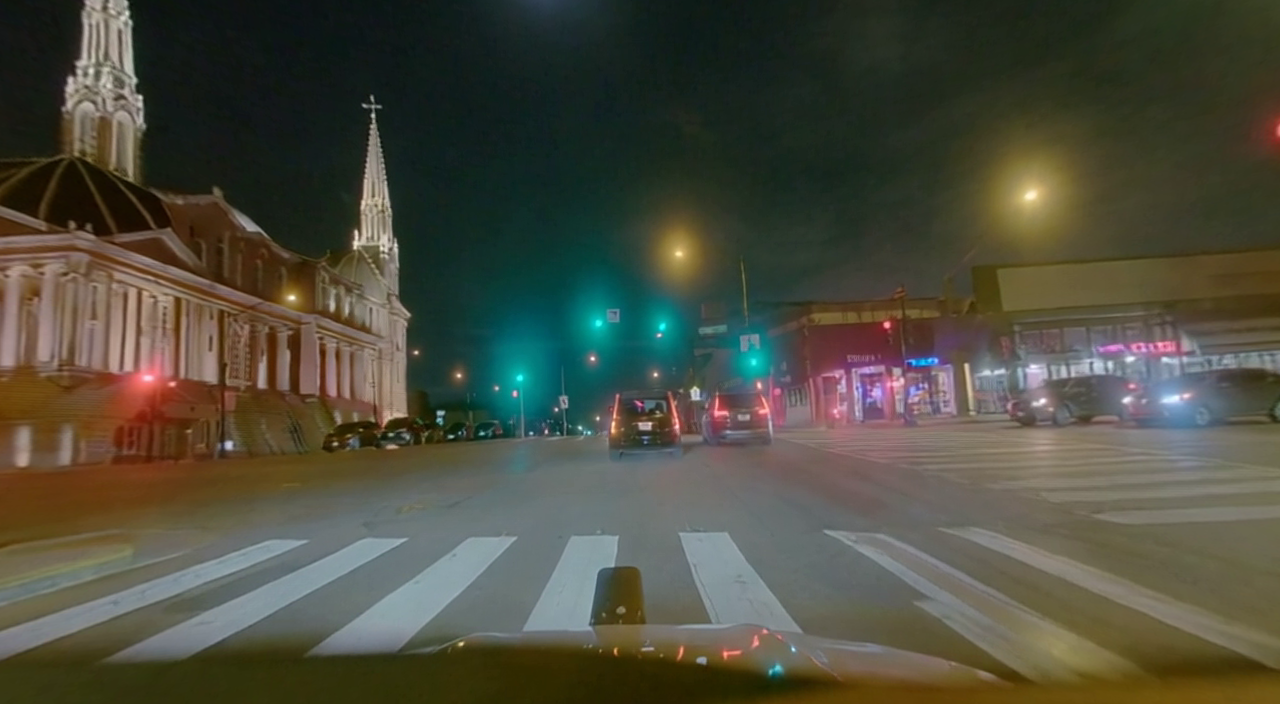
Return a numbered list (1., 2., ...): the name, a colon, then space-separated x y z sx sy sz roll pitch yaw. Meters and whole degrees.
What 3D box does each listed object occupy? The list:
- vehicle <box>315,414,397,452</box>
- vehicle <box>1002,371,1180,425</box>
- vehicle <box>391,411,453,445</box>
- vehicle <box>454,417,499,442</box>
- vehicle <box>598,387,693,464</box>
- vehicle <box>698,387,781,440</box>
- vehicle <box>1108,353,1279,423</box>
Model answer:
1. vehicle: -15.339 4.448 34.526 1.969 1.896 5.404 1 -8 -1
2. vehicle: 15.344 1.588 21.678 4.488 1.475 2.083 -4 -5 -2
3. vehicle: -12.396 4.389 36.231 2.069 1.790 4.358 1 -8 -1
4. vehicle: -11.991 5.760 46.651 2.170 1.746 4.565 0 -8 -1
5. vehicle: 0.034 1.848 16.611 2.168 1.776 4.135 0 -4 -3
6. vehicle: 3.457 2.255 22.955 2.080 1.735 4.650 0 -6 -3
7. vehicle: 17.091 1.087 18.828 4.512 1.734 2.143 -4 -7 -2
